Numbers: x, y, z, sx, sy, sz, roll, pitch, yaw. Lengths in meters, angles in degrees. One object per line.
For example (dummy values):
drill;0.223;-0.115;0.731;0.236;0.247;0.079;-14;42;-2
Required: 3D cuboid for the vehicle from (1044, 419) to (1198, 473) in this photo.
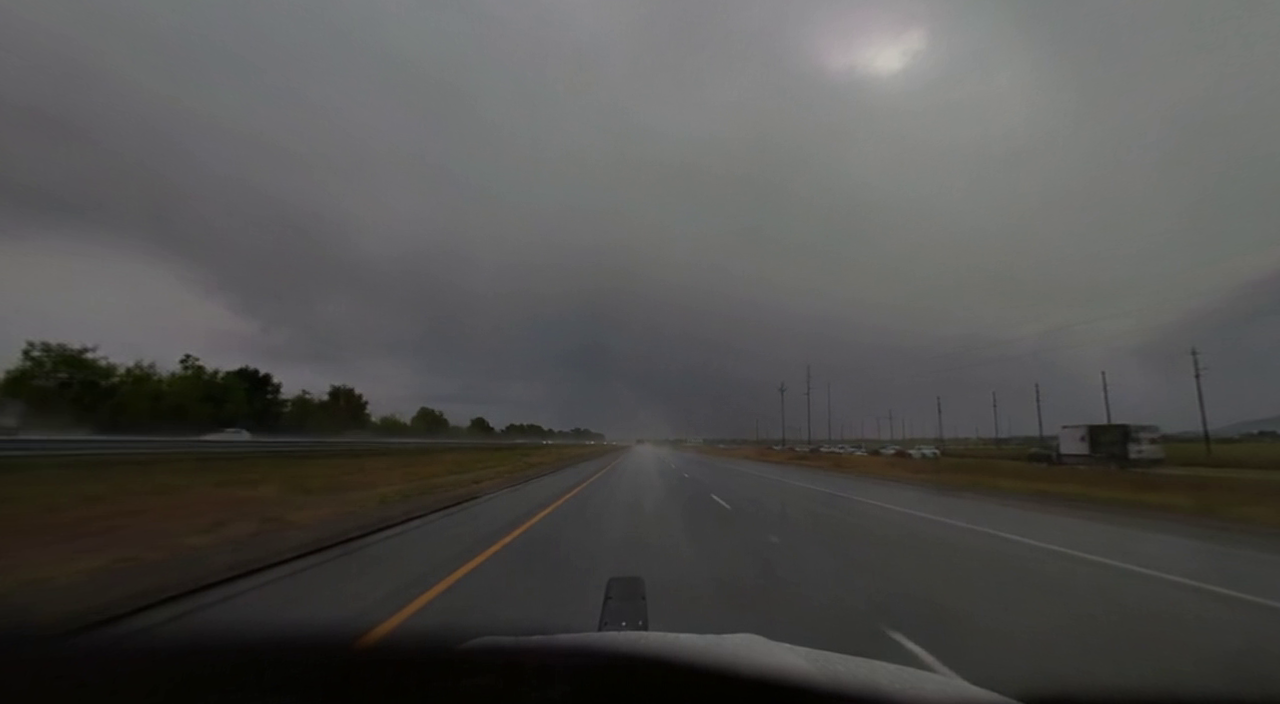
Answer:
vehicle;33.064;6.572;44.011;3.584;3.354;8.206;0;-9;-6
